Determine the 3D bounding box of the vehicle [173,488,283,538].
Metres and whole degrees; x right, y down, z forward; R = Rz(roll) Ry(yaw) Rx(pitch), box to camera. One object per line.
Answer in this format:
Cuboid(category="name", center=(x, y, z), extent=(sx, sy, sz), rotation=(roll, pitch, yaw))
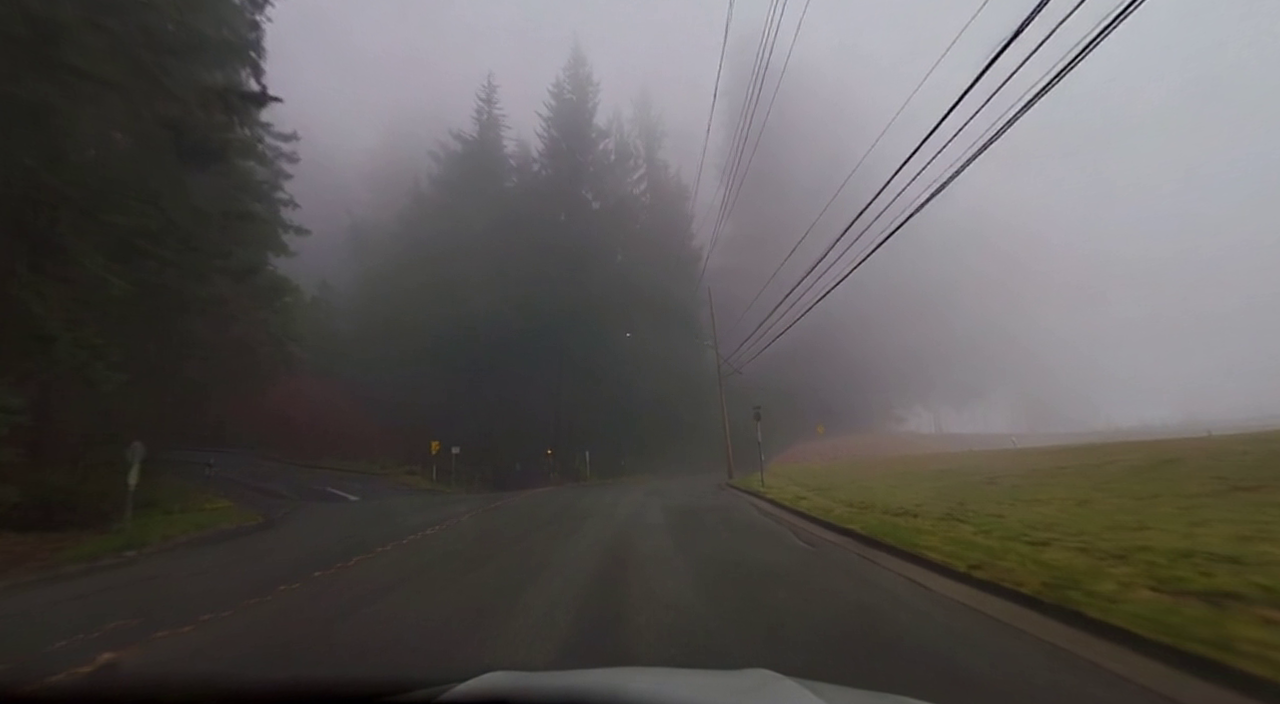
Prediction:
Cuboid(category="vehicle", center=(-17.274, 6.675, 26.411), extent=(4.043, 1.673, 1.970), rotation=(-4, -10, 26))
